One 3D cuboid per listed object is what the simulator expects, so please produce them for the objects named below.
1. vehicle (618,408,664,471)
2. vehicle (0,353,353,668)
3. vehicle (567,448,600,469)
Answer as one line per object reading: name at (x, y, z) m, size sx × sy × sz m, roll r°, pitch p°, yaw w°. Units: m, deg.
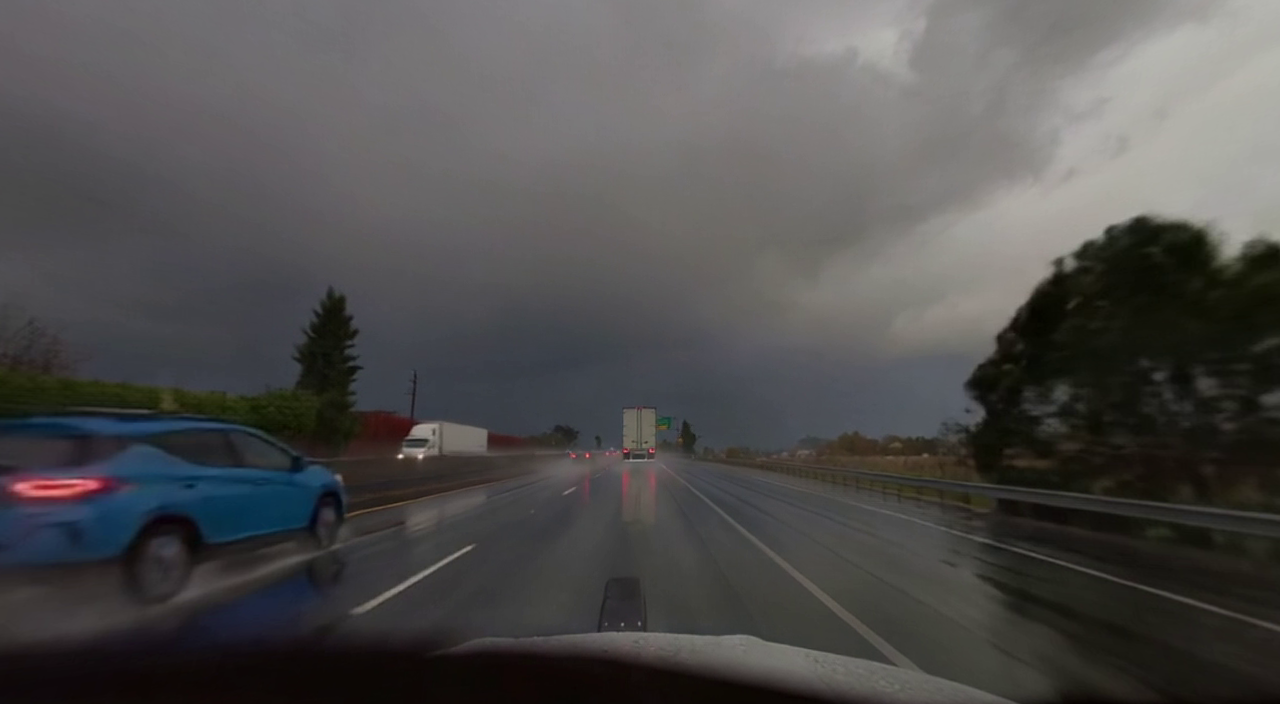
vehicle at (0.135, 6.374, 45.352) m, size 2.899 × 3.966 × 10.053 m, roll 0°, pitch -9°, yaw 1°
vehicle at (-4.767, 1.247, 5.817) m, size 2.042 × 1.815 × 4.639 m, roll 0°, pitch -9°, yaw 0°
vehicle at (-4.227, 8.080, 47.992) m, size 2.051 × 1.538 × 4.569 m, roll 0°, pitch -9°, yaw 1°
